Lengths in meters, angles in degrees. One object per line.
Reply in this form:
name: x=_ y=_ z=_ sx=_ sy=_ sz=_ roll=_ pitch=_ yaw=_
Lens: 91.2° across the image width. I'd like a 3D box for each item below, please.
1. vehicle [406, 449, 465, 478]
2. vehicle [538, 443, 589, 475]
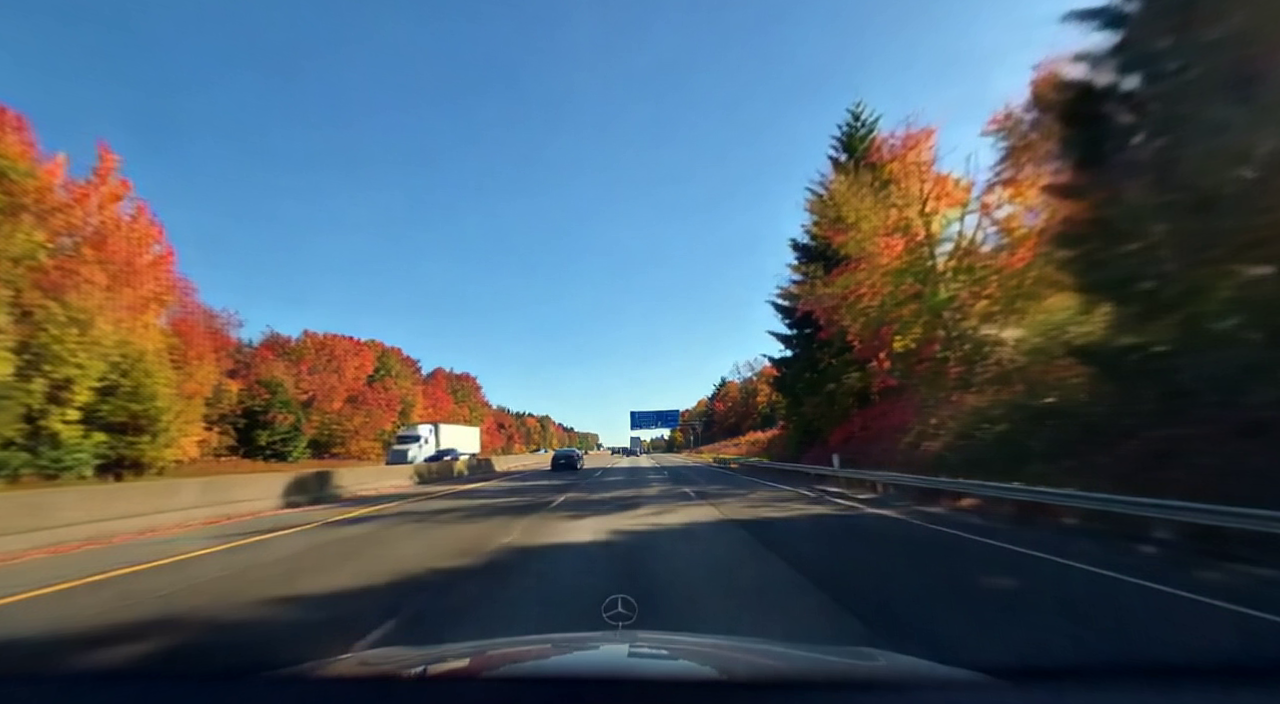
vehicle: x=-11.429 y=6.260 z=35.304 sx=1.919 sy=1.498 sz=4.296 roll=0 pitch=-9 yaw=0
vehicle: x=-4.013 y=5.717 z=33.764 sx=2.153 sy=1.577 sz=4.707 roll=0 pitch=-9 yaw=0
